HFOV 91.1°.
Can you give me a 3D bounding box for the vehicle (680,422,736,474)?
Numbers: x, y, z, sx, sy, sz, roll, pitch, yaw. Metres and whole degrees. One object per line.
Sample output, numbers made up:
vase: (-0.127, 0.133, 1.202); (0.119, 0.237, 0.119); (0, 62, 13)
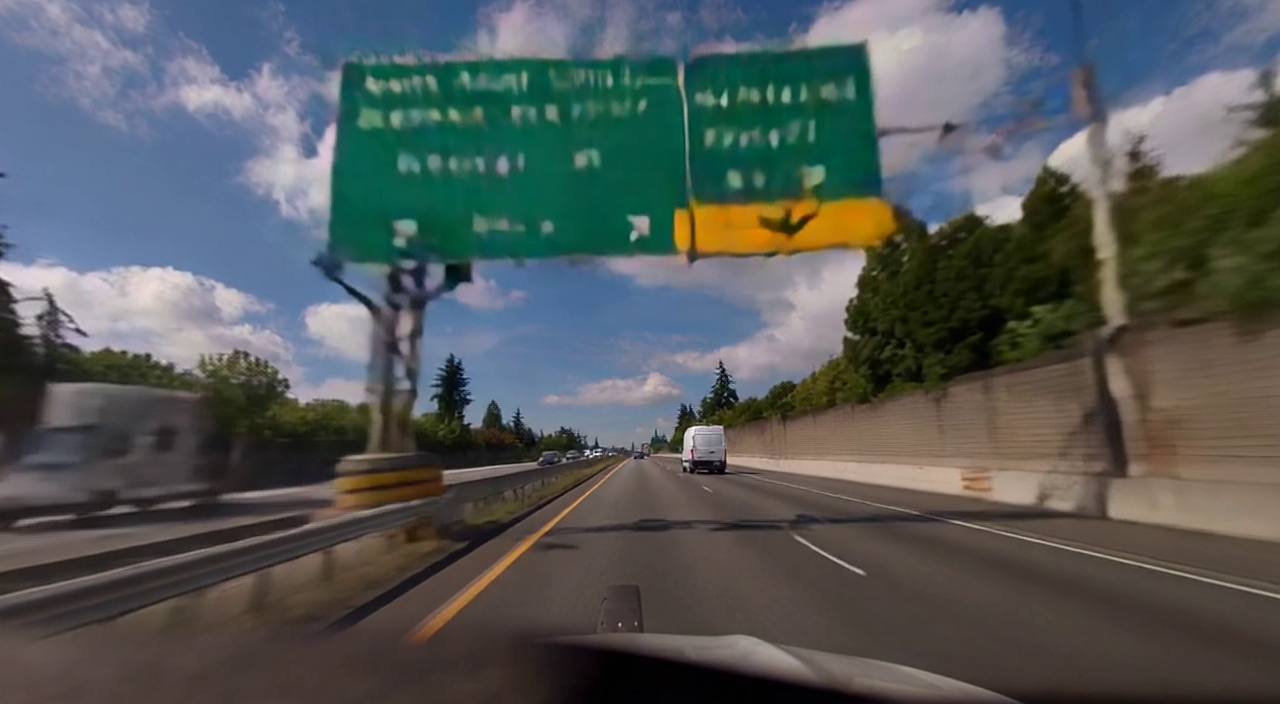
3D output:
vehicle: (3.954, 5.767, 37.808); (2.449, 2.805, 6.763); (0, -9, -1)
